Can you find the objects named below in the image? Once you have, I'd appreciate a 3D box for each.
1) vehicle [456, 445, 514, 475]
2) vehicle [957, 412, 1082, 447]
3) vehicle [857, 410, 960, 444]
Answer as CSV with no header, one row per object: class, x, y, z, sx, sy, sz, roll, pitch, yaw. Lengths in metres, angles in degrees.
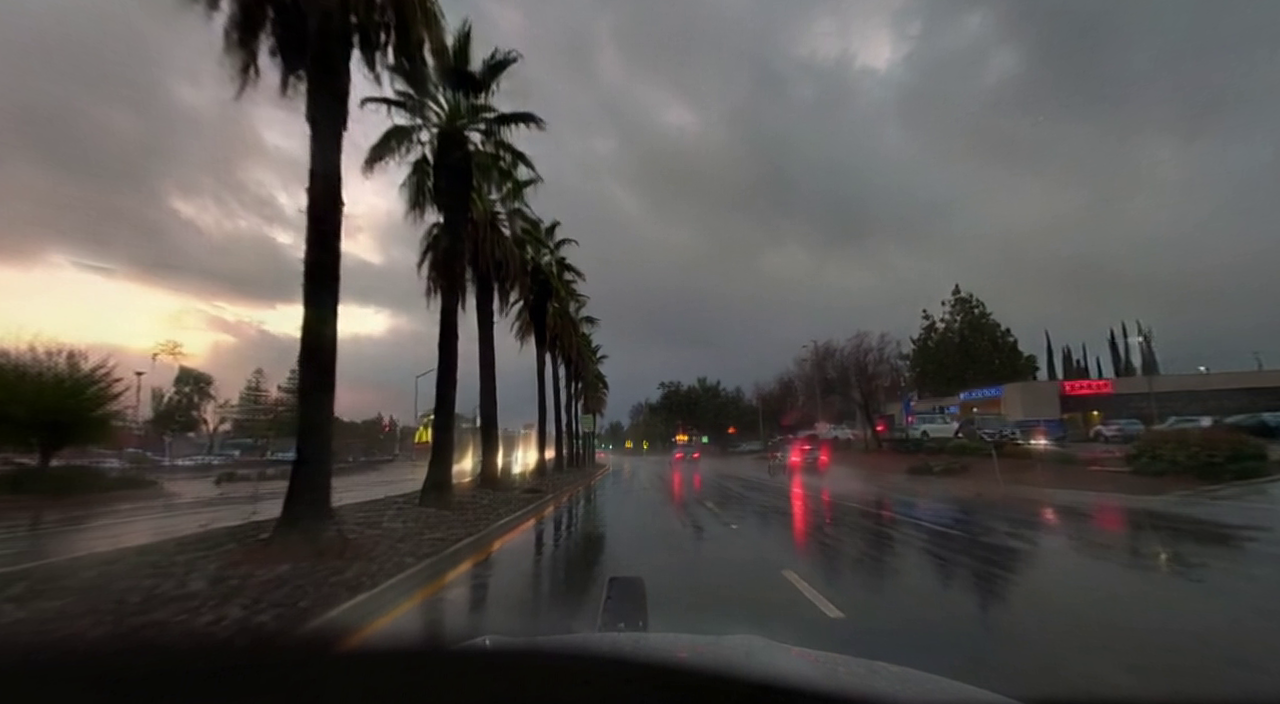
vehicle,-9.328,6.532,38.502,2.361,1.733,5.099,0,-8,-2
vehicle,18.692,3.882,31.256,4.649,1.662,2.349,0,-9,1
vehicle,17.991,5.093,42.518,5.817,1.906,2.230,-2,-12,0
